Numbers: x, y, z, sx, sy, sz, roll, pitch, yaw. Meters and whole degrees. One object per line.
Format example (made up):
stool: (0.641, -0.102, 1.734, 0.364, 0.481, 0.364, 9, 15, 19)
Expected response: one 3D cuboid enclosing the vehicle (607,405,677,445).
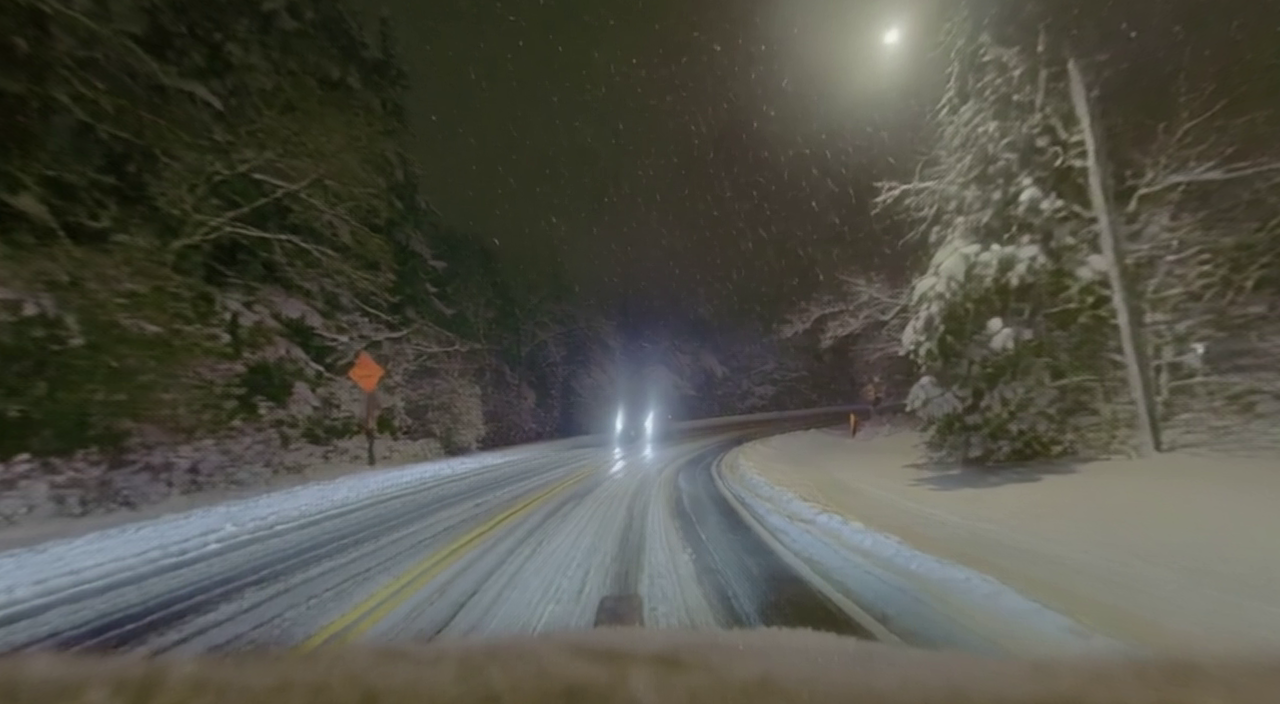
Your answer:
vehicle: (0.207, 3.873, 33.155, 2.095, 1.939, 4.857, -3, -8, 21)
